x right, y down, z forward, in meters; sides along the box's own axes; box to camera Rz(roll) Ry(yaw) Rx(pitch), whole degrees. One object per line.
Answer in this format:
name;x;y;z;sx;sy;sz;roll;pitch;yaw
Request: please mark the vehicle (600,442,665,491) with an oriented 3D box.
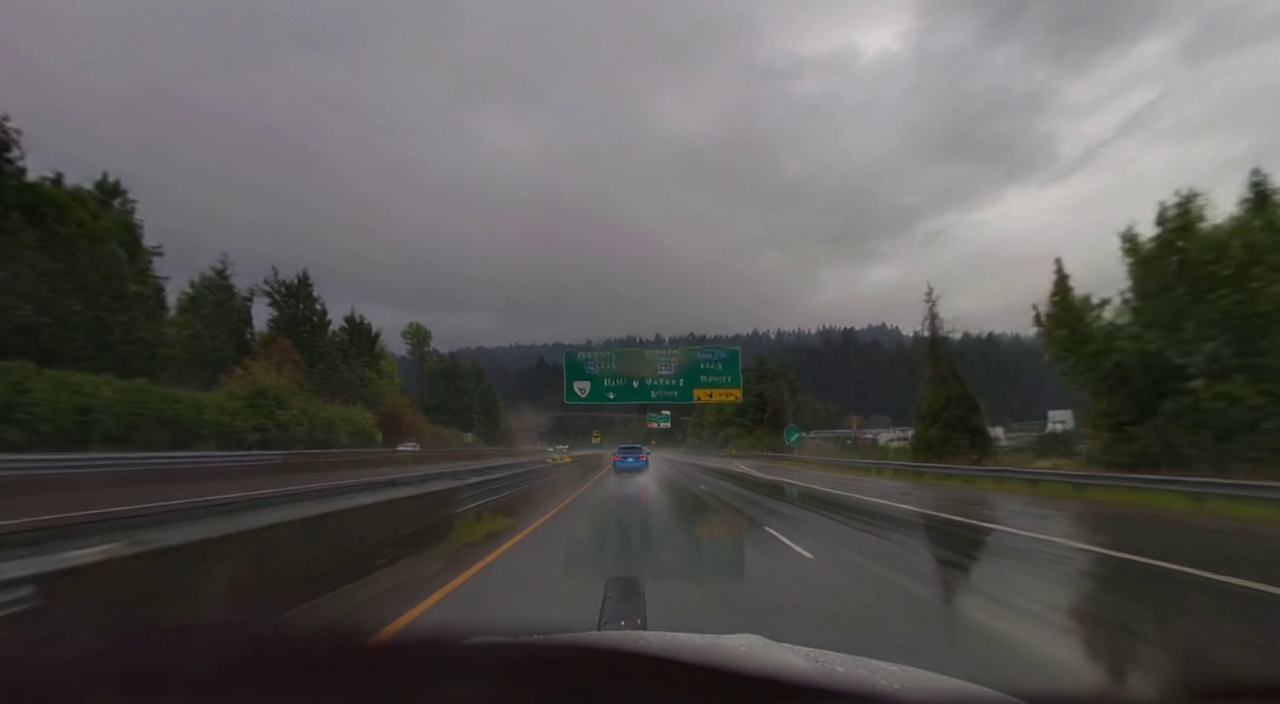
vehicle;-0.239;3.943;22.007;2.069;1.523;4.012;0;-9;0
